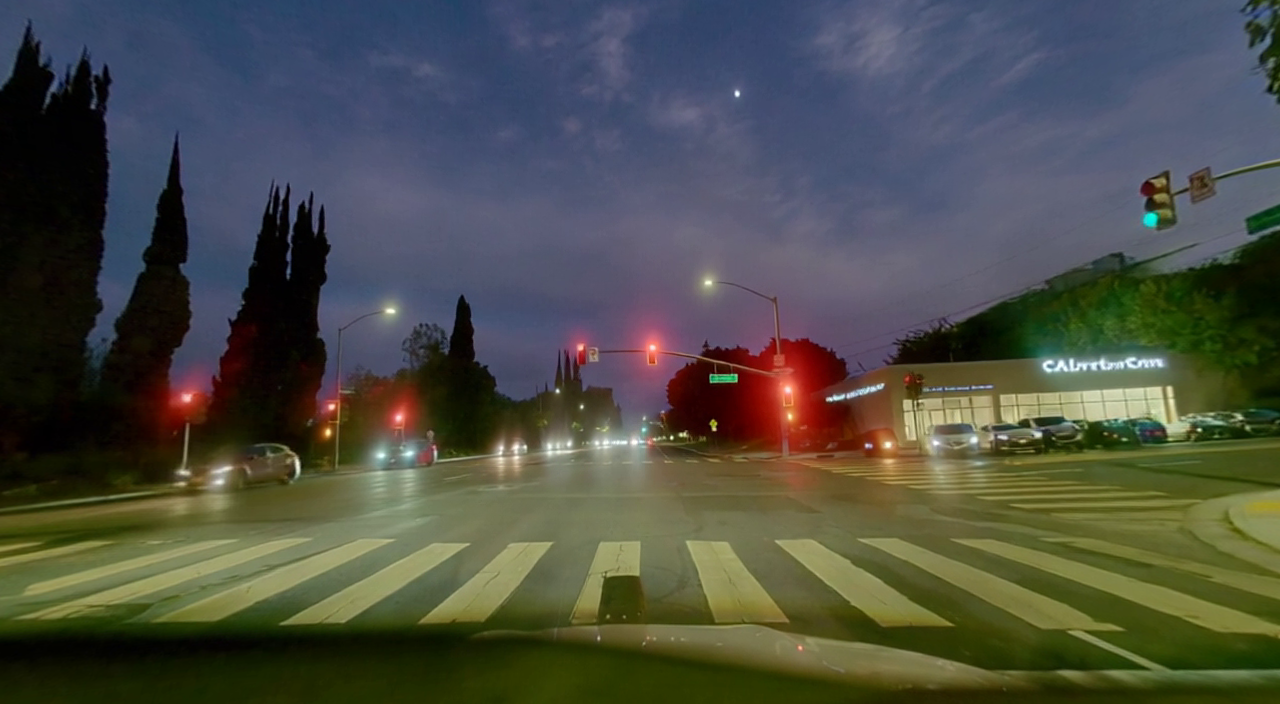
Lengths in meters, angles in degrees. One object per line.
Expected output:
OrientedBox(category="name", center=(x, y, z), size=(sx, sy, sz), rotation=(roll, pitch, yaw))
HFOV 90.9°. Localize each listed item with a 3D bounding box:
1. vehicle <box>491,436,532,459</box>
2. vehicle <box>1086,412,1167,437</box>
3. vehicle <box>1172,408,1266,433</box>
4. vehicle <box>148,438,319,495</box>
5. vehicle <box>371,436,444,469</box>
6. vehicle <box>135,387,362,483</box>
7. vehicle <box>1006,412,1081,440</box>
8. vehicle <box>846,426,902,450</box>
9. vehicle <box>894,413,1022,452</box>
OrientedBox(category="vehicle", center=(-9.253, 6.910, 45.645), size=(2.026, 1.616, 4.199), rotation=(0, -8, 1))
OrientedBox(category="vehicle", center=(31.378, 4.725, 40.774), size=(1.823, 1.480, 4.003), rotation=(0, -8, -4))
OrientedBox(category="vehicle", center=(38.434, 4.615, 41.989), size=(1.715, 1.480, 4.701), rotation=(0, -8, -1))
OrientedBox(category="vehicle", center=(-12.024, 3.397, 19.142), size=(1.996, 1.482, 4.772), rotation=(0, -8, 0))
OrientedBox(category="vehicle", center=(-12.288, 5.339, 33.618), size=(2.181, 1.653, 4.468), rotation=(0, -8, 0))
OrientedBox(category="vehicle", center=(-16.566, 3.821, 28.345), size=(3.161, 3.455, 11.058), rotation=(0, -8, 0))
OrientedBox(category="vehicle", center=(26.306, 4.878, 41.269), size=(2.011, 1.656, 4.163), rotation=(0, -8, -3))
OrientedBox(category="vehicle", center=(17.190, 6.346, 46.398), size=(3.329, 1.415, 1.821), rotation=(-6, -9, 2))
OrientedBox(category="vehicle", center=(14.011, 3.593, 27.937), size=(4.566, 1.670, 2.000), rotation=(0, -8, -2))
